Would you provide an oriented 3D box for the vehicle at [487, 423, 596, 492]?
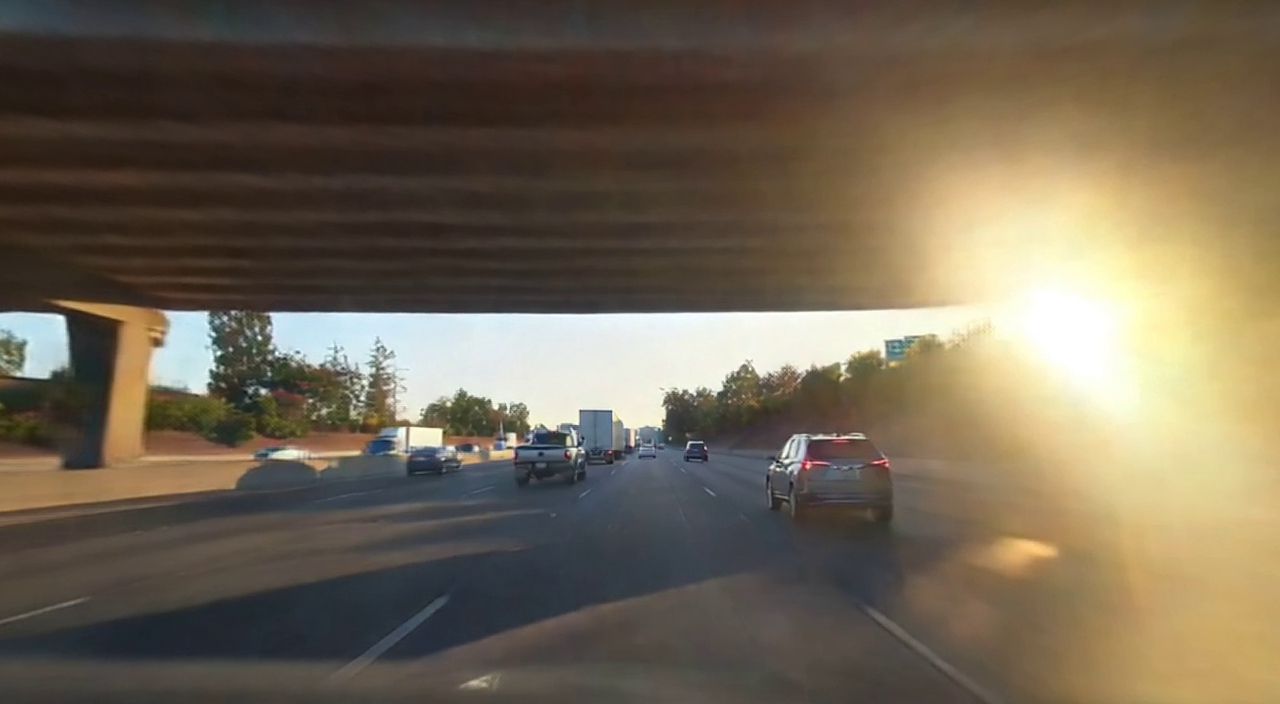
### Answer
[{"bbox_3d":[-3.141,3.602,22.010,2.645,2.023,6.491,0,-8,1],"label":"vehicle"}]

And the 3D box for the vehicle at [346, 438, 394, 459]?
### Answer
[{"bbox_3d":[-21.226,7.611,49.786,2.145,1.512,3.656,0,-8,0],"label":"vehicle"}]

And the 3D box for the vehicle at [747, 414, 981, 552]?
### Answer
[{"bbox_3d":[3.103,1.913,9.903,2.028,1.658,4.334,0,-8,-1],"label":"vehicle"}]

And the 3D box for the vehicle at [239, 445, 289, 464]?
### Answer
[{"bbox_3d":[-28.484,7.755,47.865,1.496,1.368,3.456,-1,-9,3],"label":"vehicle"}]

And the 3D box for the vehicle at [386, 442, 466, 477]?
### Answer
[{"bbox_3d":[-9.857,4.974,29.512,1.981,1.495,4.834,0,-8,1],"label":"vehicle"}]

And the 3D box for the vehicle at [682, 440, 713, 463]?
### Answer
[{"bbox_3d":[4.400,7.667,48.863,2.026,1.661,3.865,0,-8,-1],"label":"vehicle"}]

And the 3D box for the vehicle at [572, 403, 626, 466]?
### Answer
[{"bbox_3d":[-2.869,6.583,49.378,2.869,4.108,15.564,0,-8,1],"label":"vehicle"}]
